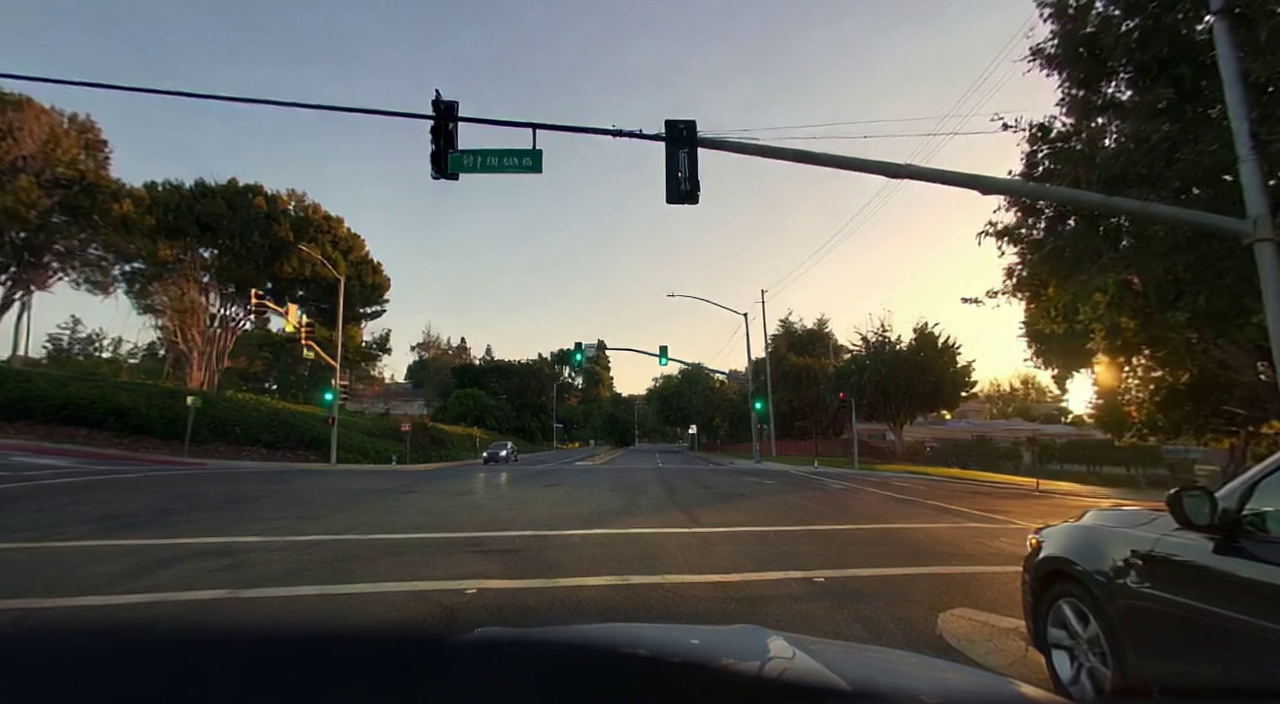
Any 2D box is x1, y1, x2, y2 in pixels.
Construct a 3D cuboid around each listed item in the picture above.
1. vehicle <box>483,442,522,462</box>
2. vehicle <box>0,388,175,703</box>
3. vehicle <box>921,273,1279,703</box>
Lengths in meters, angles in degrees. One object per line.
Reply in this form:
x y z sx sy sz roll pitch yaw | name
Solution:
-10.490 7.675 48.509 1.983 1.482 4.190 -1 -9 2 | vehicle
-3.183 0.675 0.654 2.168 1.518 4.231 0 -9 0 | vehicle
3.224 0.691 2.164 2.256 1.856 4.840 0 -9 0 | vehicle
